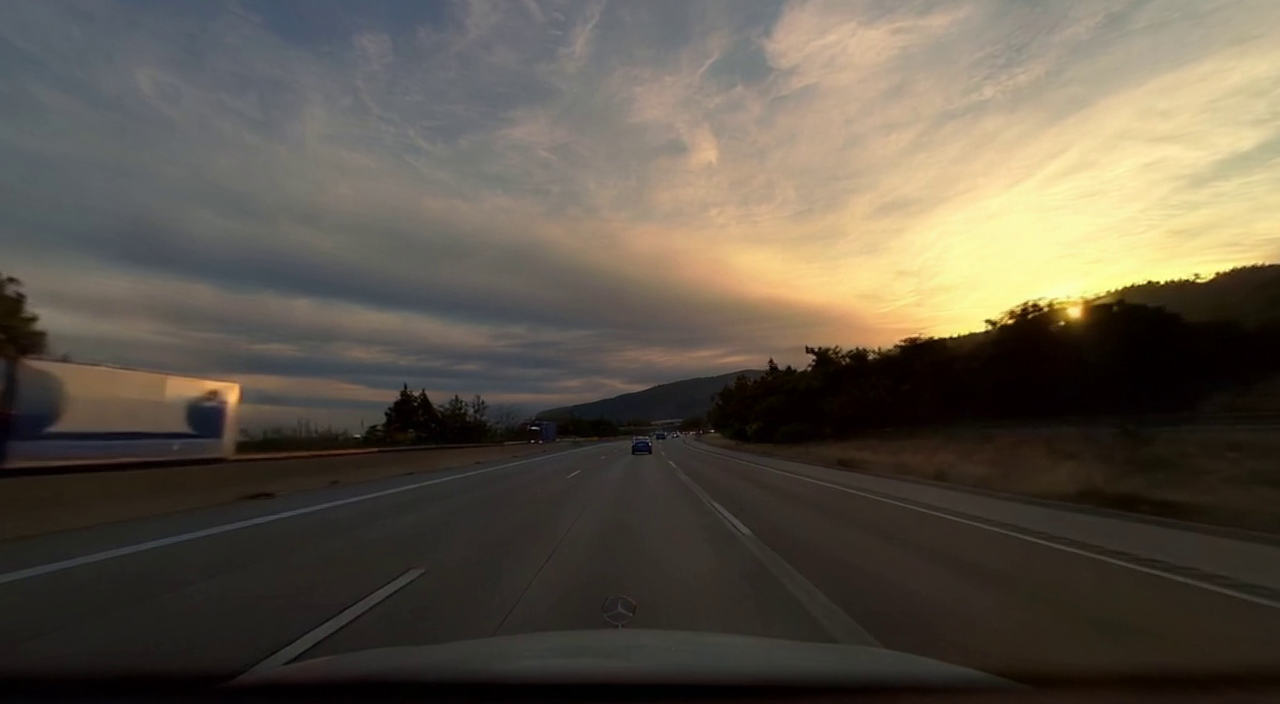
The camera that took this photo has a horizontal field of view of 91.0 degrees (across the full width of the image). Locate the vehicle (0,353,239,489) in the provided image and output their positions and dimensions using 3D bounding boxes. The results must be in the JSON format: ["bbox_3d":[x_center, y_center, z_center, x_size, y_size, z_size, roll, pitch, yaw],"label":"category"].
[{"bbox_3d":[-17.824,2.399,20.904,2.910,3.522,9.143,0,-8,0],"label":"vehicle"}]
